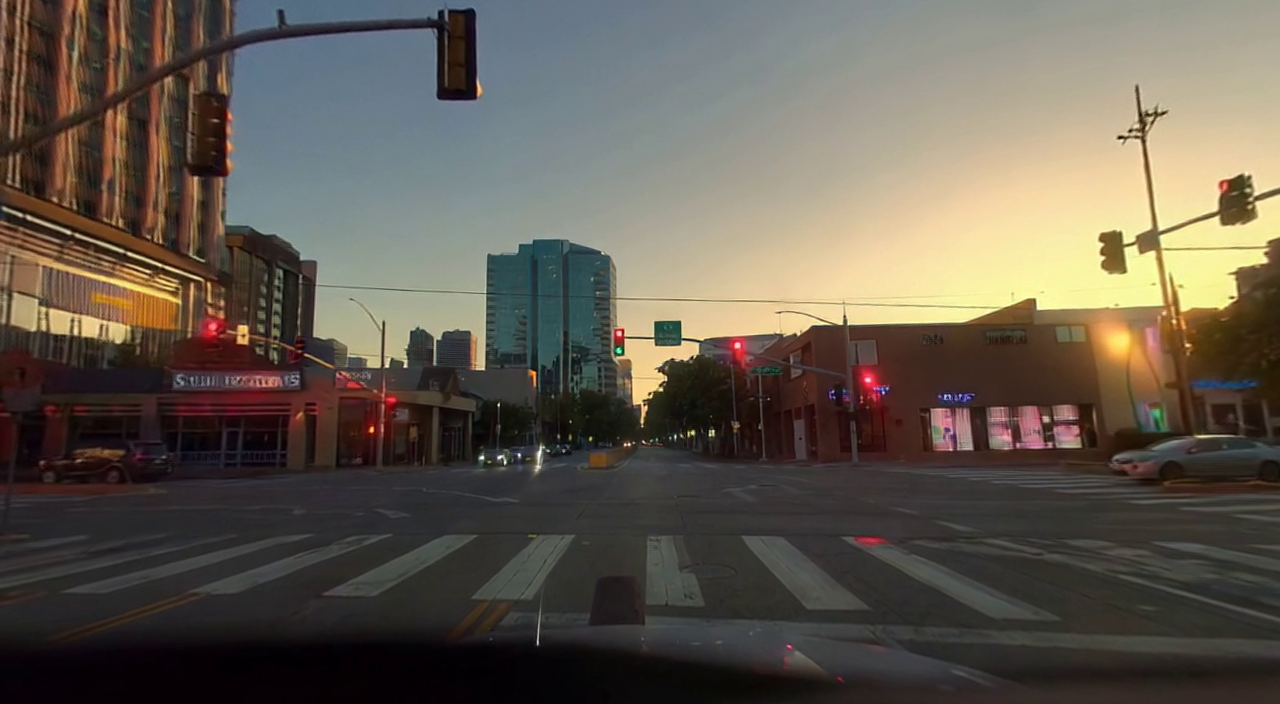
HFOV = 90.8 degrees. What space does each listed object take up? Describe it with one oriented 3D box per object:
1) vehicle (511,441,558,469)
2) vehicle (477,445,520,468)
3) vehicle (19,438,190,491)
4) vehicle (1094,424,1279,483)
[{"bbox_3d":[-6.793,6.659,41.035,2.181,1.703,4.512,0,-8,1],"label":"vehicle"},{"bbox_3d":[-9.869,7.321,44.393,2.106,1.505,4.228,0,-8,0],"label":"vehicle"},{"bbox_3d":[-21.150,4.416,25.045,5.161,1.910,2.275,-2,-9,11],"label":"vehicle"},{"bbox_3d":[15.409,2.718,17.038,4.651,1.463,1.880,-1,-9,9],"label":"vehicle"}]
